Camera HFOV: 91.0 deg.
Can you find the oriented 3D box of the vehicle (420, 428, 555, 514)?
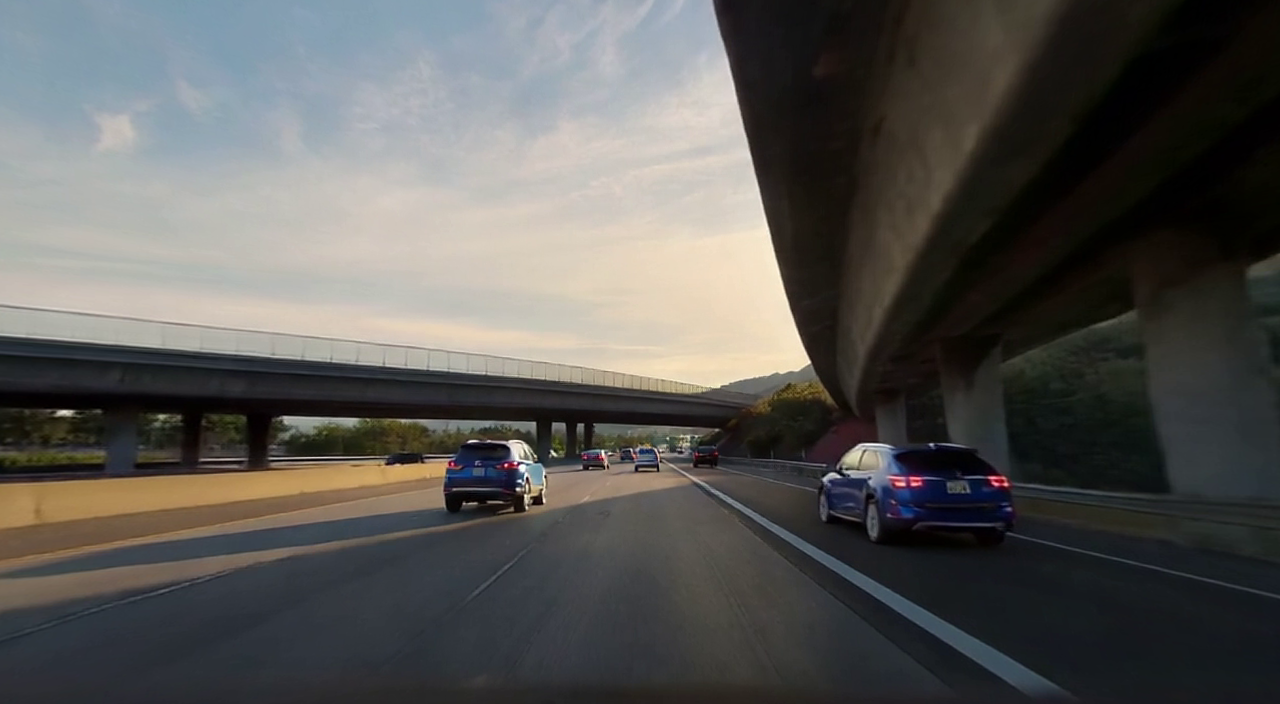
[{"bbox_3d":[-3.463,2.809,15.354,2.089,1.751,4.515,0,-9,1],"label":"vehicle"}]

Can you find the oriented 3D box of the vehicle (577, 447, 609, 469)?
[{"bbox_3d":[-3.381,7.739,46.202,1.994,1.475,4.171,0,-9,0],"label":"vehicle"}]

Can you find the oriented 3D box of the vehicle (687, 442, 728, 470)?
[{"bbox_3d":[4.547,7.125,43.251,2.231,1.807,4.588,0,-9,-1],"label":"vehicle"}]

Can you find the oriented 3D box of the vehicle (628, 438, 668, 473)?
[{"bbox_3d":[0.426,5.969,36.446,2.155,1.909,4.529,0,-9,0],"label":"vehicle"}]

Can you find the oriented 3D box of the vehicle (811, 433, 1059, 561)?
[{"bbox_3d":[4.131,2.065,9.651,1.959,1.554,3.795,0,-9,0],"label":"vehicle"}]
